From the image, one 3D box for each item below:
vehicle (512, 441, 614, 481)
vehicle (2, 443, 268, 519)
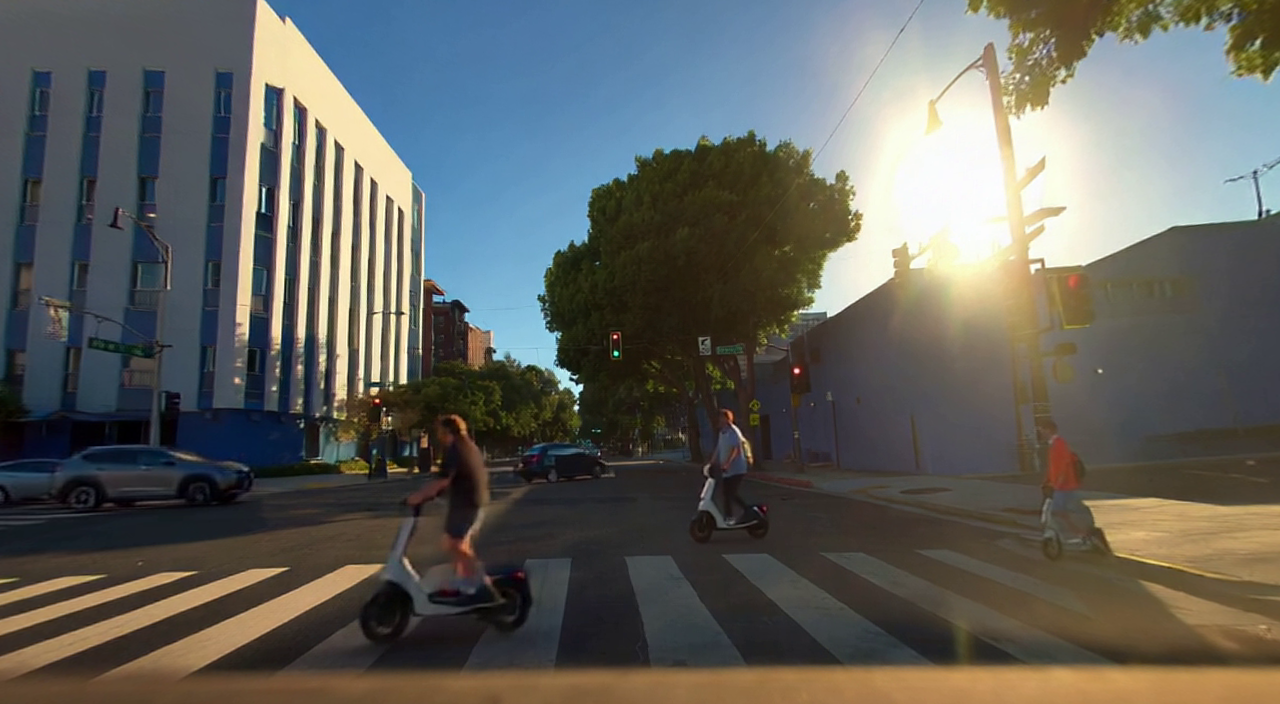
[{"bbox_3d":[-3.296,4.771,27.976,2.051,1.616,4.641,-5,-10,30],"label":"vehicle"},{"bbox_3d":[-12.572,3.217,16.086,4.802,1.724,2.122,0,-8,-5],"label":"vehicle"}]
